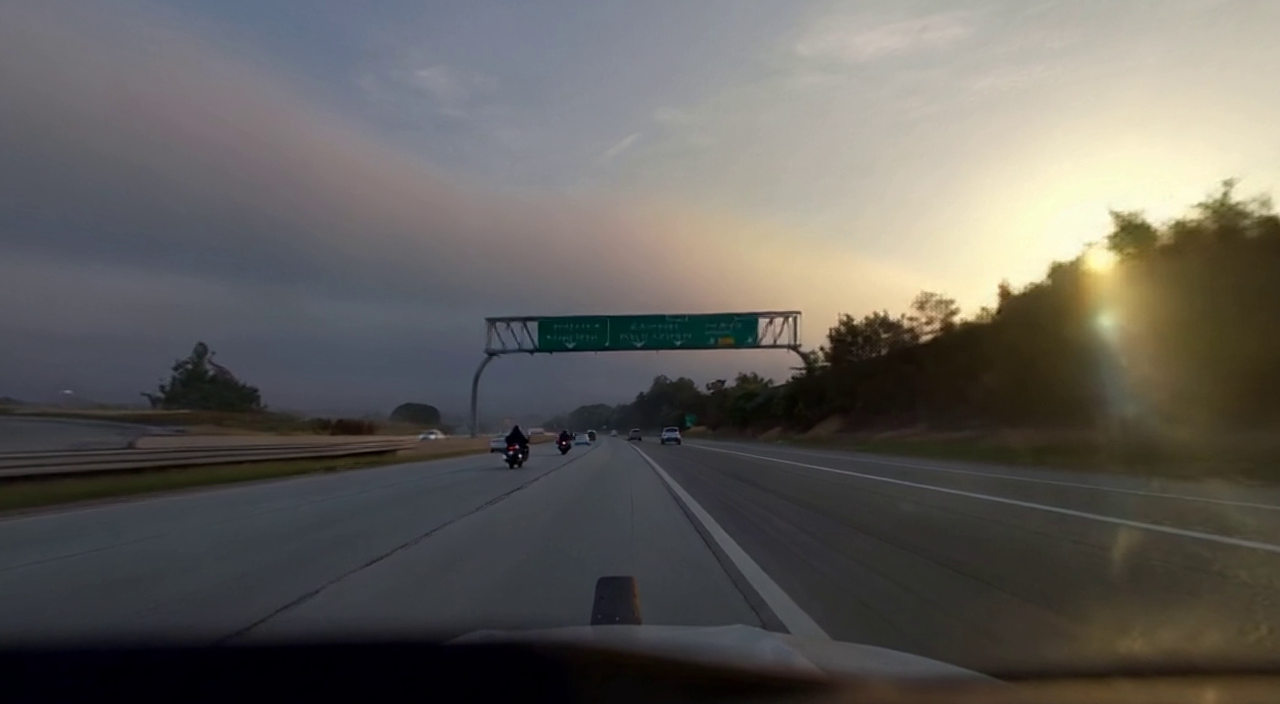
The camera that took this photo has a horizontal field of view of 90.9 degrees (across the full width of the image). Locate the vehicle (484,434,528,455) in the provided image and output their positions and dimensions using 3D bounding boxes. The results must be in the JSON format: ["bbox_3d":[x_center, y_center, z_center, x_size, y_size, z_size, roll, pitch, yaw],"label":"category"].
[{"bbox_3d":[-9.291,6.441,43.999,2.053,1.409,4.704,0,-8,0],"label":"vehicle"}]
